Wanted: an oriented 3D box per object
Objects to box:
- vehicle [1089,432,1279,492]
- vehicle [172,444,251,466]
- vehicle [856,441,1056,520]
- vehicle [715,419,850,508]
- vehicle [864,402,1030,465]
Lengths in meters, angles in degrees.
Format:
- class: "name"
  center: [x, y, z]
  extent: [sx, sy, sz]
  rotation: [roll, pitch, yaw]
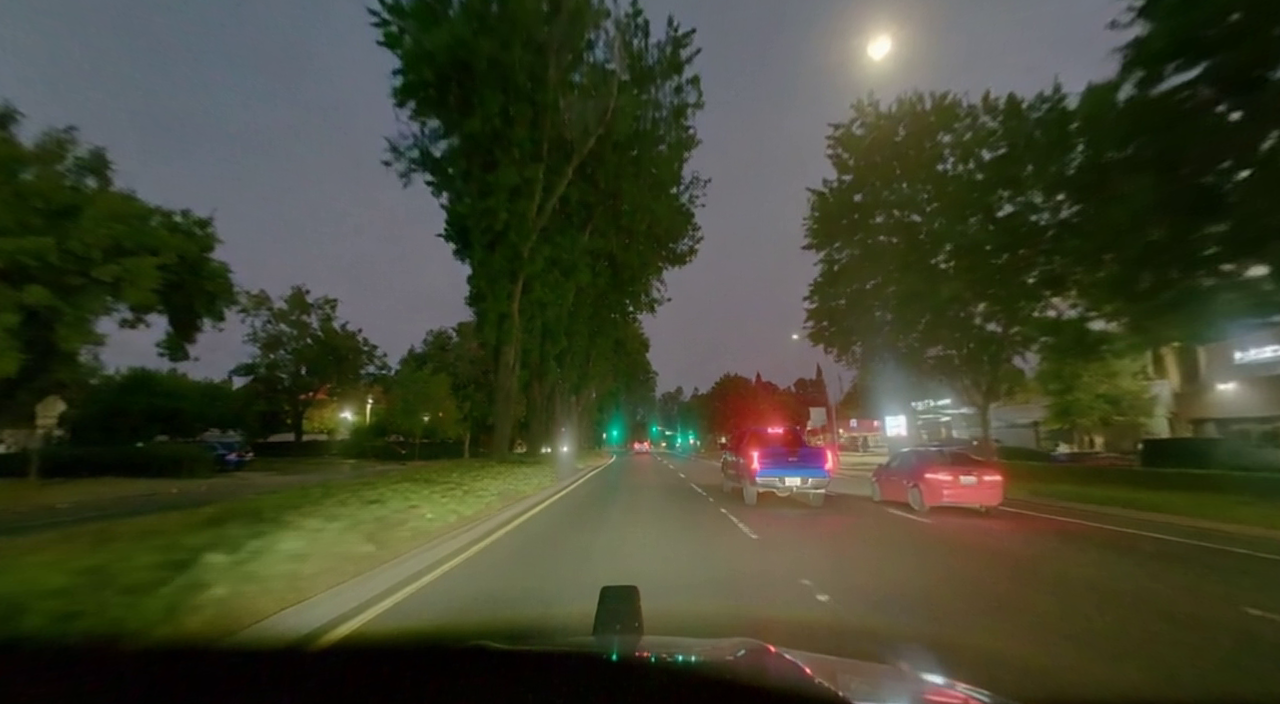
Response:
- class: "vehicle"
  center: [17.759, 3.500, 20.508]
  extent: [4.747, 1.761, 2.043]
  rotation: [-3, -9, 22]
- class: "vehicle"
  center: [-28.899, 6.924, 42.642]
  extent: [4.189, 1.429, 1.668]
  rotation: [0, -8, 4]
- class: "vehicle"
  center: [6.780, 2.775, 14.340]
  extent: [2.012, 1.460, 4.812]
  rotation: [0, -8, -1]
- class: "vehicle"
  center: [3.288, 2.706, 15.865]
  extent: [2.138, 1.836, 5.245]
  rotation: [0, -8, -1]
- class: "vehicle"
  center: [18.853, 5.090, 39.290]
  extent: [8.393, 3.716, 3.472]
  rotation: [1, -8, -2]
